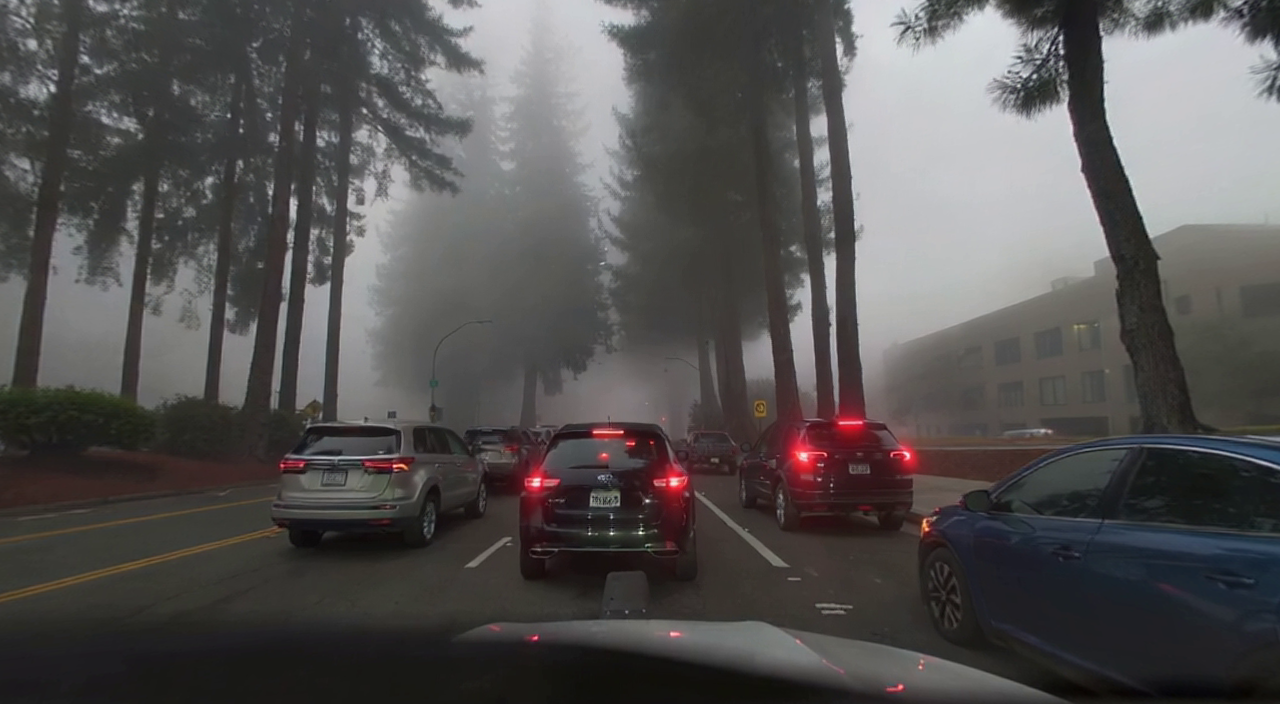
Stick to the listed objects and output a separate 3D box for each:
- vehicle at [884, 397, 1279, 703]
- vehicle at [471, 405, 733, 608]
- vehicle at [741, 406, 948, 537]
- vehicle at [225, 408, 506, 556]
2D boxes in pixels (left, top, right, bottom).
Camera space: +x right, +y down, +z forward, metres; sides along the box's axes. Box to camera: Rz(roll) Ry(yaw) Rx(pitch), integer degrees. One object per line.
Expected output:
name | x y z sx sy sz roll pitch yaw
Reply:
vehicle | 3.241 1.068 3.374 2.045 1.459 4.462 0 -8 -1
vehicle | -0.356 1.583 7.419 2.114 1.631 4.459 0 -8 -1
vehicle | 3.345 2.077 11.536 2.117 1.879 4.715 0 -8 -1
vehicle | -3.756 1.886 9.886 2.141 1.718 4.809 0 -8 1
